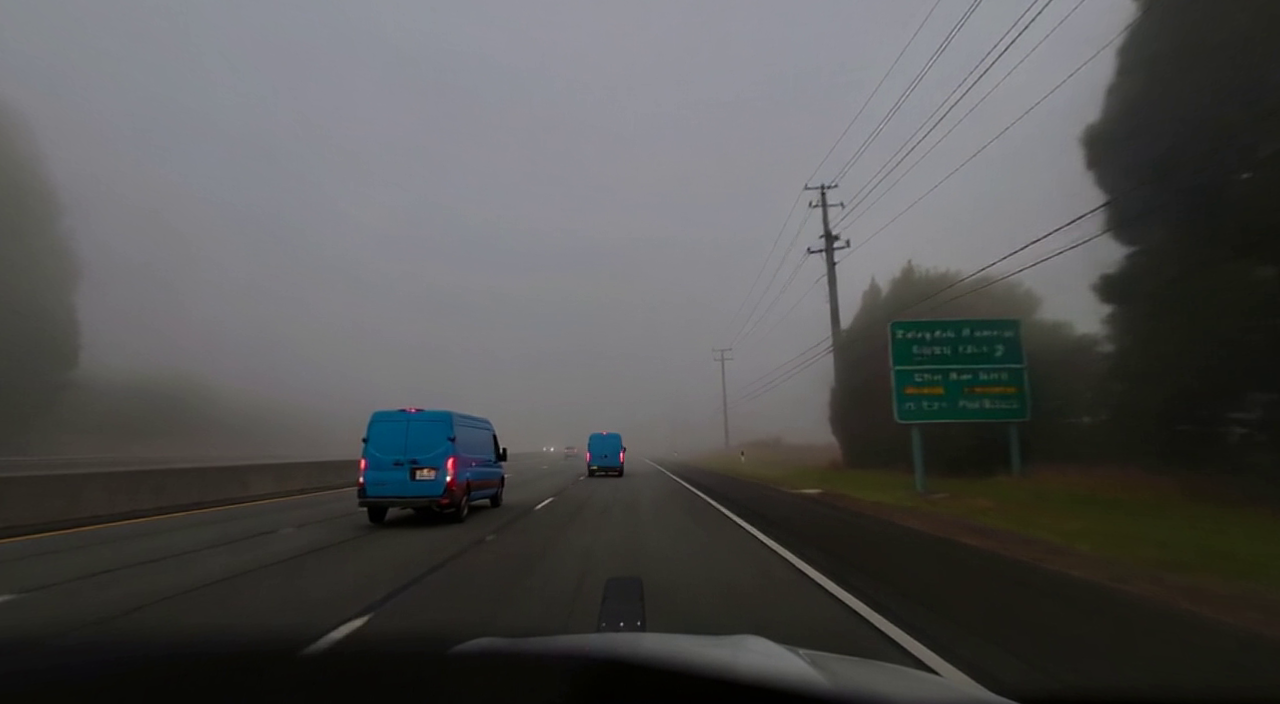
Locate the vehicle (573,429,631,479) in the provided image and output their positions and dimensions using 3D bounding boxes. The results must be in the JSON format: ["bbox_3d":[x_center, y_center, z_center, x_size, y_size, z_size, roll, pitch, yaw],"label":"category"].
[{"bbox_3d":[-1.579,4.557,28.315,2.197,2.011,5.130,0,-9,1],"label":"vehicle"}]

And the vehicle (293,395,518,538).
[{"bbox_3d":[-3.809,2.006,11.509,2.145,2.010,4.980,0,-9,0],"label":"vehicle"}]
